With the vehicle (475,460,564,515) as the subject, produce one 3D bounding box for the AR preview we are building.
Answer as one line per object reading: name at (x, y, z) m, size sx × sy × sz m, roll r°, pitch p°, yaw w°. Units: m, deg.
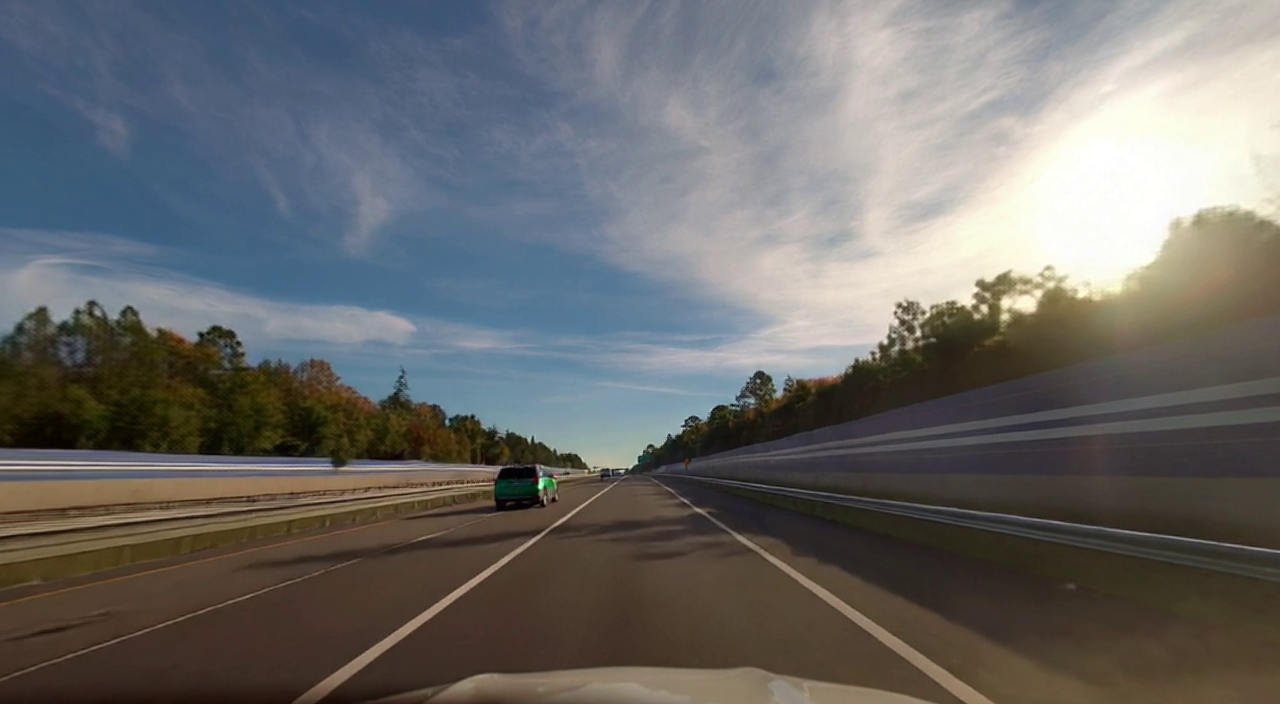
vehicle at (-3.613, 4.164, 19.640) m, size 1.985 × 1.515 × 3.839 m, roll 1°, pitch -11°, yaw 0°
